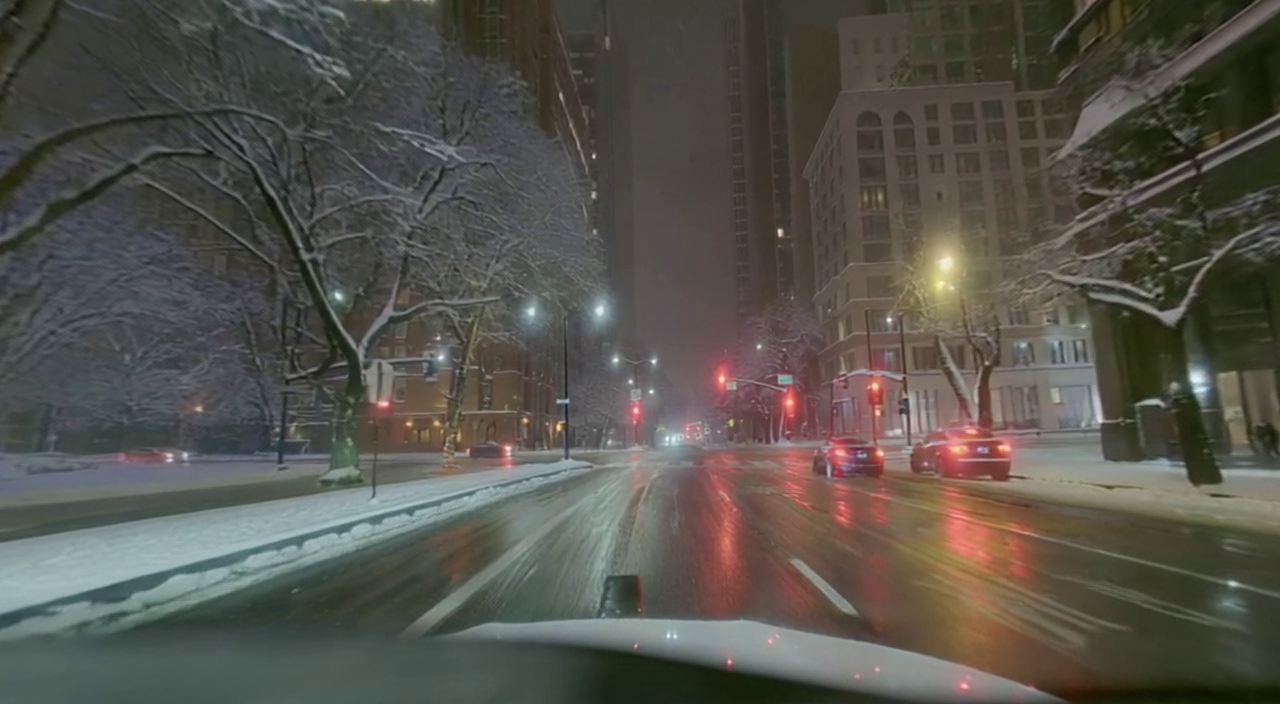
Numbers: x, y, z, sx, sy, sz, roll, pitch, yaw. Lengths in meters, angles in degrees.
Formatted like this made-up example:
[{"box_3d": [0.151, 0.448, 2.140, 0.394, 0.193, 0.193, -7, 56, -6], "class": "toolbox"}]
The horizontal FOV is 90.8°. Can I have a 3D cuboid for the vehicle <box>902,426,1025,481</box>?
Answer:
[{"box_3d": [11.810, 3.745, 23.534, 2.027, 1.810, 4.854, 0, -9, 1], "class": "vehicle"}]

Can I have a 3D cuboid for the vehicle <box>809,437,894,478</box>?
[{"box_3d": [8.359, 4.217, 25.522, 1.936, 1.489, 4.885, -1, -8, 3], "class": "vehicle"}]

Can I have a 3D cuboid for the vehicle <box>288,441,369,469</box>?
[{"box_3d": [-22.033, 7.262, 44.746, 4.779, 1.910, 2.125, -2, -9, 12], "class": "vehicle"}]
